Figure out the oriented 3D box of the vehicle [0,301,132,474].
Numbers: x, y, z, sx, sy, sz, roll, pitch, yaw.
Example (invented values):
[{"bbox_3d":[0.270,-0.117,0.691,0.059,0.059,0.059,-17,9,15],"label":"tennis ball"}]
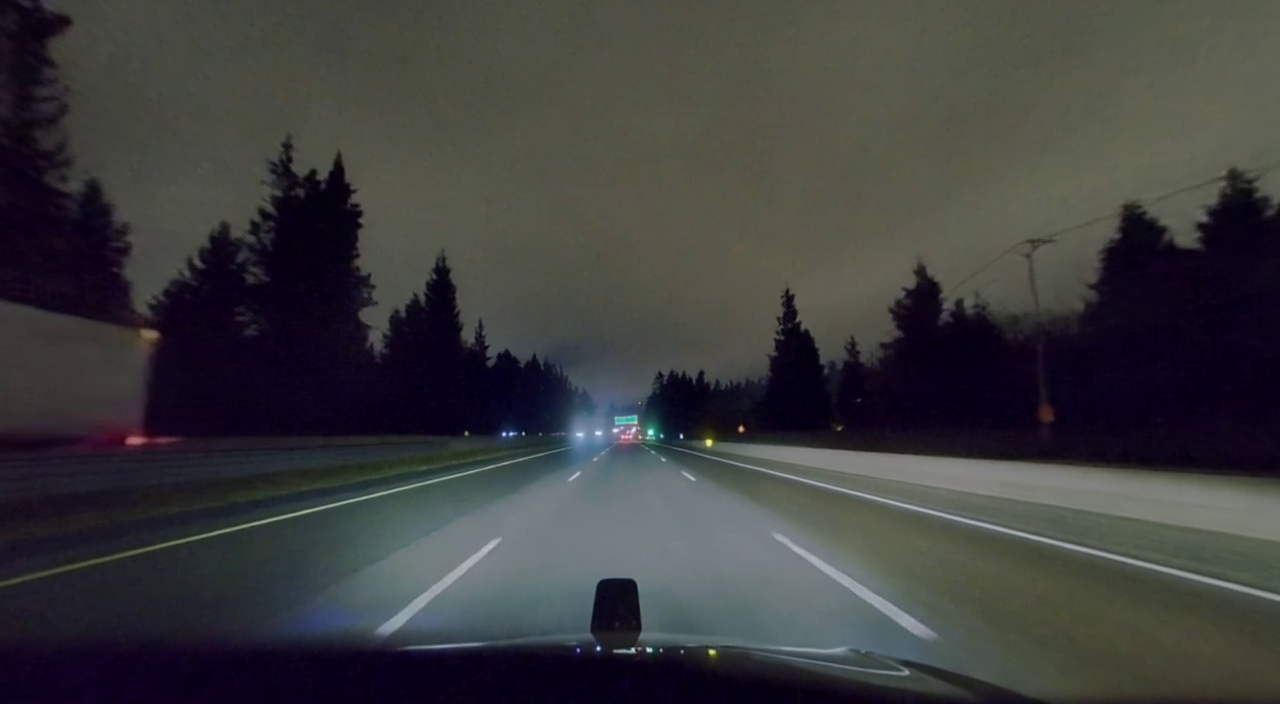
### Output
[{"bbox_3d":[-16.469,0.408,11.594,2.929,4.048,13.972,0,-8,-2],"label":"vehicle"}]
